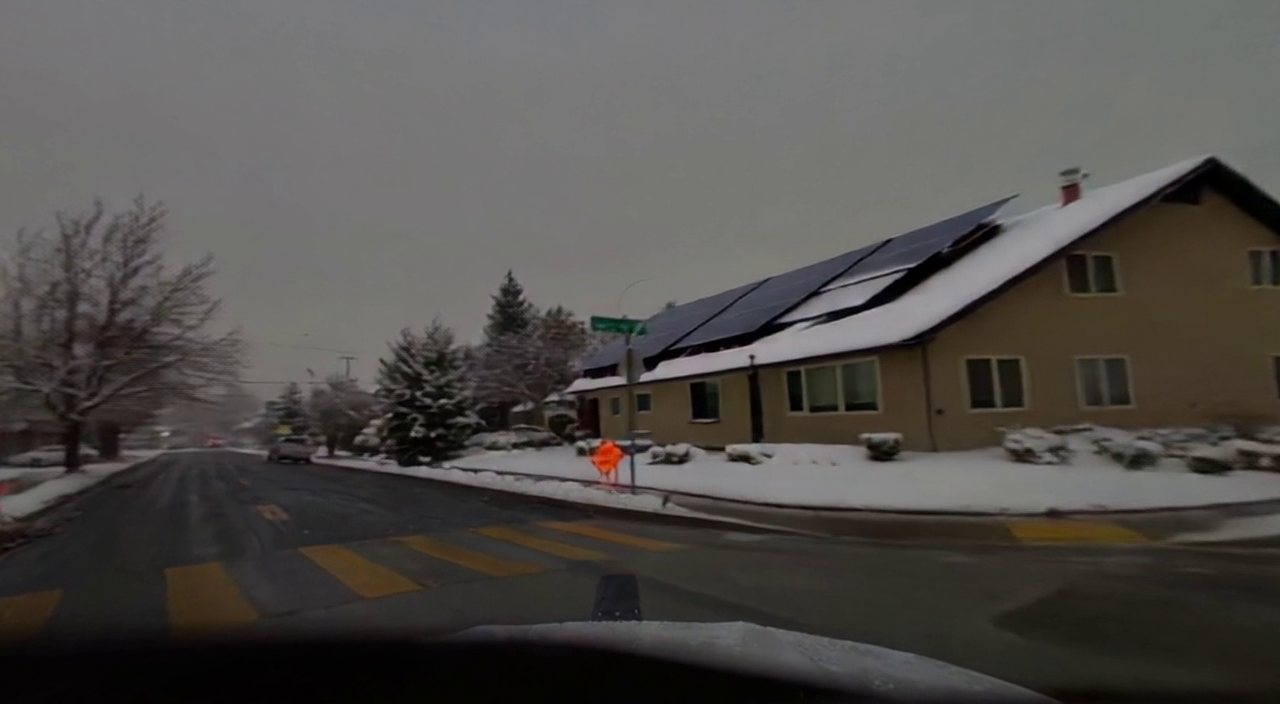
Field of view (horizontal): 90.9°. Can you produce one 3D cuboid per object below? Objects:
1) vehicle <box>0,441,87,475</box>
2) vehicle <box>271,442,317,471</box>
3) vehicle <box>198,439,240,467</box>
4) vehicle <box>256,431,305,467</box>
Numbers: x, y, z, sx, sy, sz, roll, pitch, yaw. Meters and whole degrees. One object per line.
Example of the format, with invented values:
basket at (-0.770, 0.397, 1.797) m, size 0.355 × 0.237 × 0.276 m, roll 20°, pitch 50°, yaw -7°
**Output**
vehicle at (-37.225, 6.565, 38.837) m, size 4.205 × 1.745 × 2.121 m, roll 1°, pitch -10°, yaw -29°
vehicle at (-20.038, 5.997, 36.381) m, size 1.998 × 1.494 × 3.927 m, roll 5°, pitch -9°, yaw -32°
vehicle at (-28.241, 6.756, 42.311) m, size 2.050 × 1.742 × 4.197 m, roll 5°, pitch -9°, yaw -31°
vehicle at (-25.607, 6.823, 44.762) m, size 2.492 × 2.319 × 5.914 m, roll 5°, pitch -9°, yaw -33°
